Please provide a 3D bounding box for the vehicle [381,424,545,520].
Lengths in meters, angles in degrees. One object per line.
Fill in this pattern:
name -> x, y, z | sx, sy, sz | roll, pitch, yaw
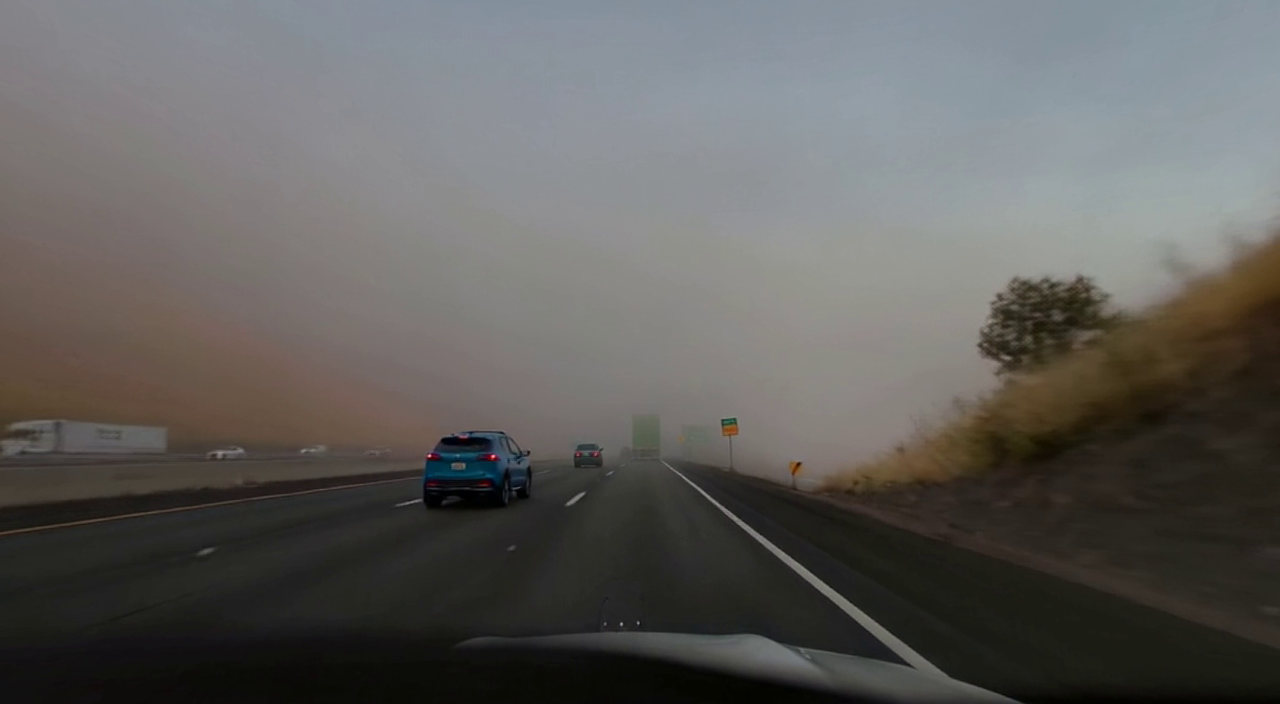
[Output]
vehicle -> -3.644, 2.585, 14.088 | 2.194, 1.725, 4.698 | 0, -9, 1

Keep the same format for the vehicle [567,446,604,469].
vehicle -> -3.763, 7.379, 44.202 | 2.101, 1.476, 4.471 | 0, -9, 1
